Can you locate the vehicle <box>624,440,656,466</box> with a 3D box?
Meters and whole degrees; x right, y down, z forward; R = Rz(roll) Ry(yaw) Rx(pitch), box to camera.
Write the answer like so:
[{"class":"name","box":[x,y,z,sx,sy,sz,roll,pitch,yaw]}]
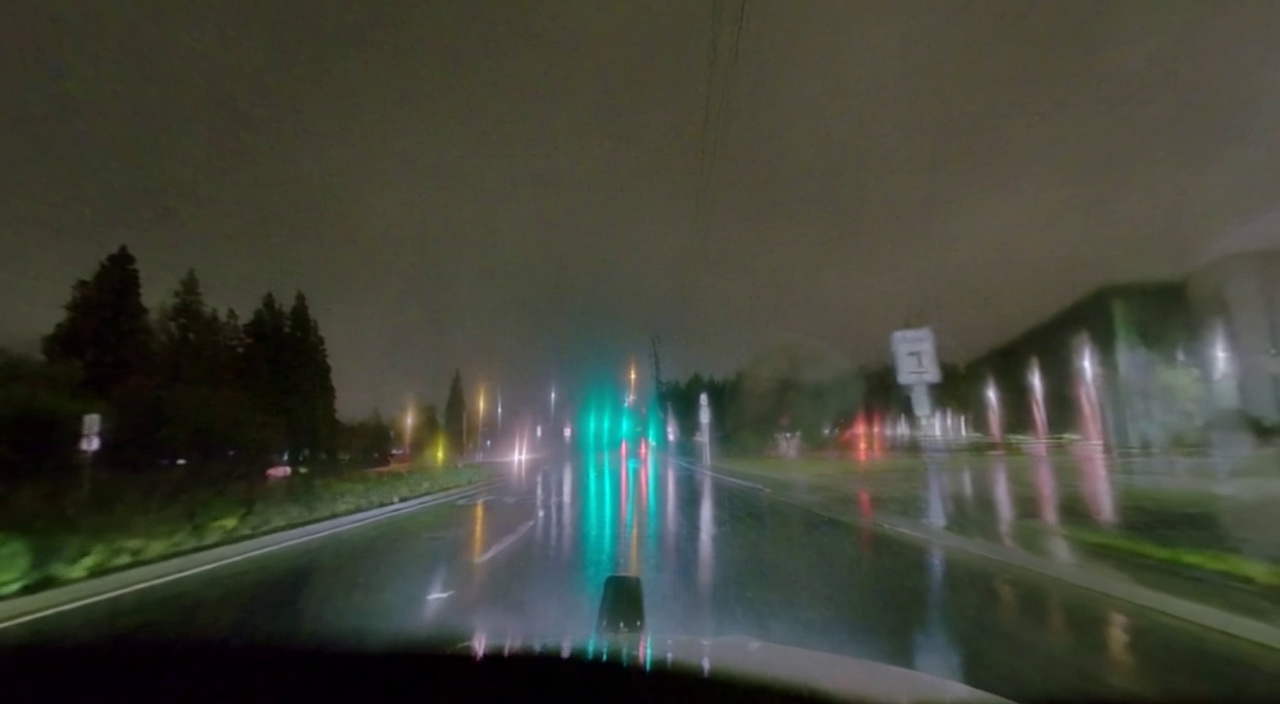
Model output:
[{"class":"vehicle","box":[-0.032,6.840,42.896,2.045,1.613,4.210,0,-8,-1]}]
